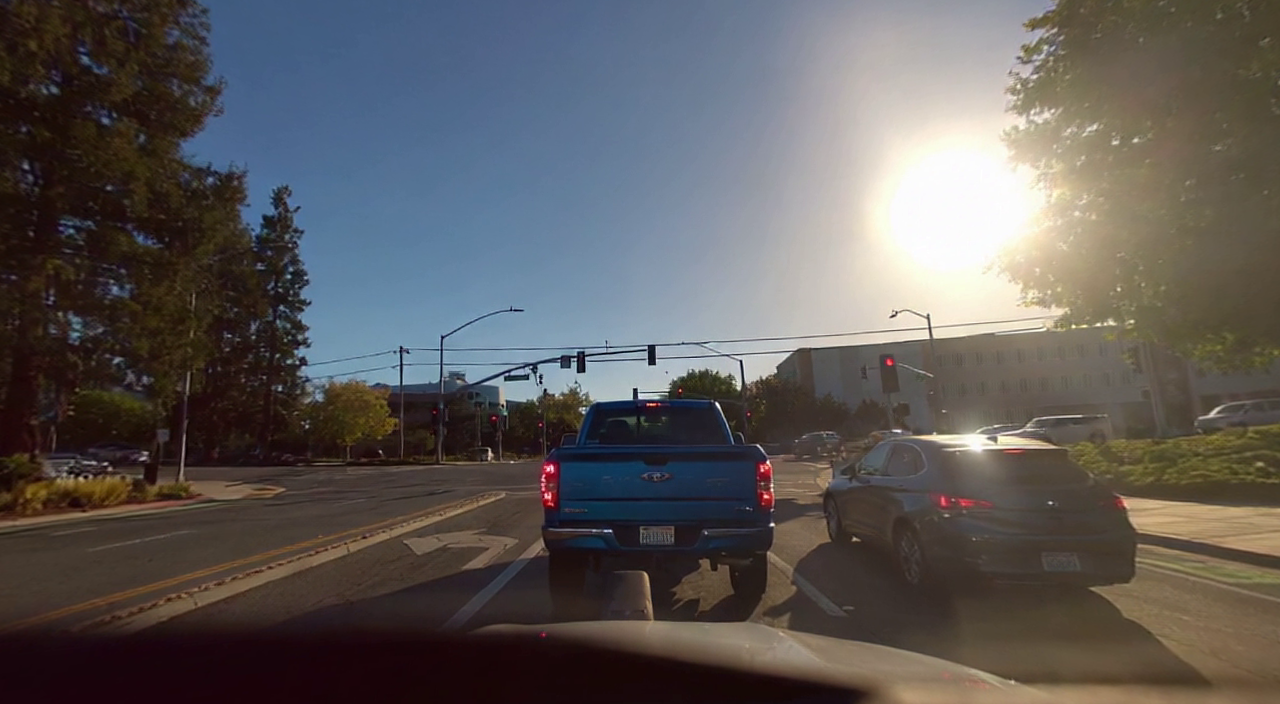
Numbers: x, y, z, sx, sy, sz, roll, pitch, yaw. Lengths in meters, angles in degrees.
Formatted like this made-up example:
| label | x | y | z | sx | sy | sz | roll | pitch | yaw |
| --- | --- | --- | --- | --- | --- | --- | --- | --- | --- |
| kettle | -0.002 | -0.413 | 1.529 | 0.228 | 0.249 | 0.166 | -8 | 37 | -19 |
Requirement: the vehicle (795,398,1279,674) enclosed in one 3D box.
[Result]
| label | x | y | z | sx | sy | sz | roll | pitch | yaw |
| --- | --- | --- | --- | --- | --- | --- | --- | --- | --- |
| vehicle | 3.329 | 1.504 | 6.485 | 2.155 | 1.667 | 5.162 | 0 | -8 | 0 |

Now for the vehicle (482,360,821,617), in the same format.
| label | x | y | z | sx | sy | sz | roll | pitch | yaw |
| --- | --- | --- | --- | --- | --- | --- | --- | --- | --- |
| vehicle | 0.110 | 1.461 | 7.727 | 2.636 | 2.011 | 5.425 | 0 | -8 | 0 |

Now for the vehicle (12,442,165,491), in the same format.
| label | x | y | z | sx | sy | sz | roll | pitch | yaw |
| --- | --- | --- | --- | --- | --- | --- | --- | --- | --- |
| vehicle | -21.759 | 4.490 | 25.172 | 2.062 | 1.764 | 4.508 | 0 | -8 | -2 |
